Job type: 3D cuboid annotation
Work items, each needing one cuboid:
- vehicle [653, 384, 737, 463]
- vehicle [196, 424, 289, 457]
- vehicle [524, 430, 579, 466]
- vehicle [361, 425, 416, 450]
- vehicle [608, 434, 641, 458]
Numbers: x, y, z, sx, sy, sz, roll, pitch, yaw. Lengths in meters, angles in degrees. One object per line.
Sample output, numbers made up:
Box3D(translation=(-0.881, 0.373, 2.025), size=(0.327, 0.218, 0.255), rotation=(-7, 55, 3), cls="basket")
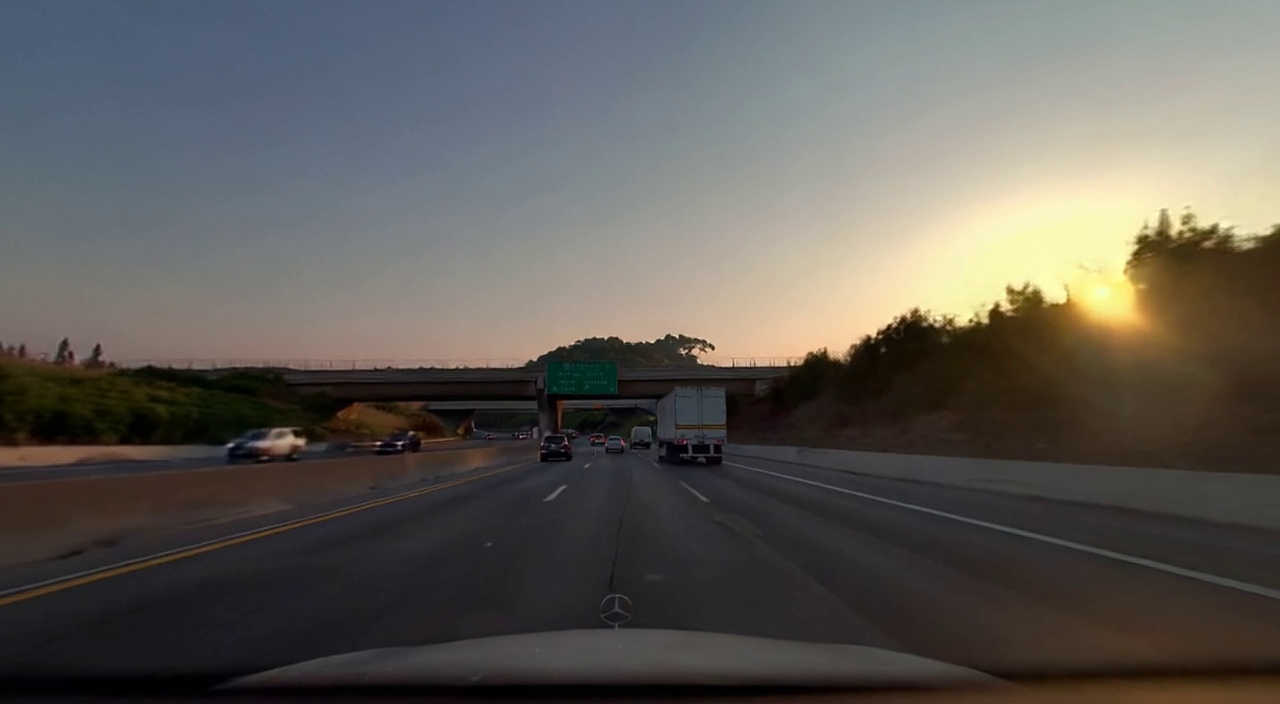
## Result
Box3D(translation=(2.972, 4.629, 39.261), size=(3.301, 4.034, 13.722), rotation=(0, -8, -3), cls="vehicle")
Box3D(translation=(-20.652, 4.650, 32.986), size=(2.036, 1.558, 4.580), rotation=(0, -8, -3), cls="vehicle")
Box3D(translation=(-4.535, 5.000, 32.905), size=(2.377, 1.747, 4.703), rotation=(0, -8, -2), cls="vehicle")
Box3D(translation=(-17.268, 5.920, 43.433), size=(1.994, 1.613, 4.783), rotation=(0, -8, -2), cls="vehicle")
Box3D(translation=(-1.109, 6.445, 43.114), size=(2.125, 1.542, 3.816), rotation=(0, -8, -3), cls="vehicle")
